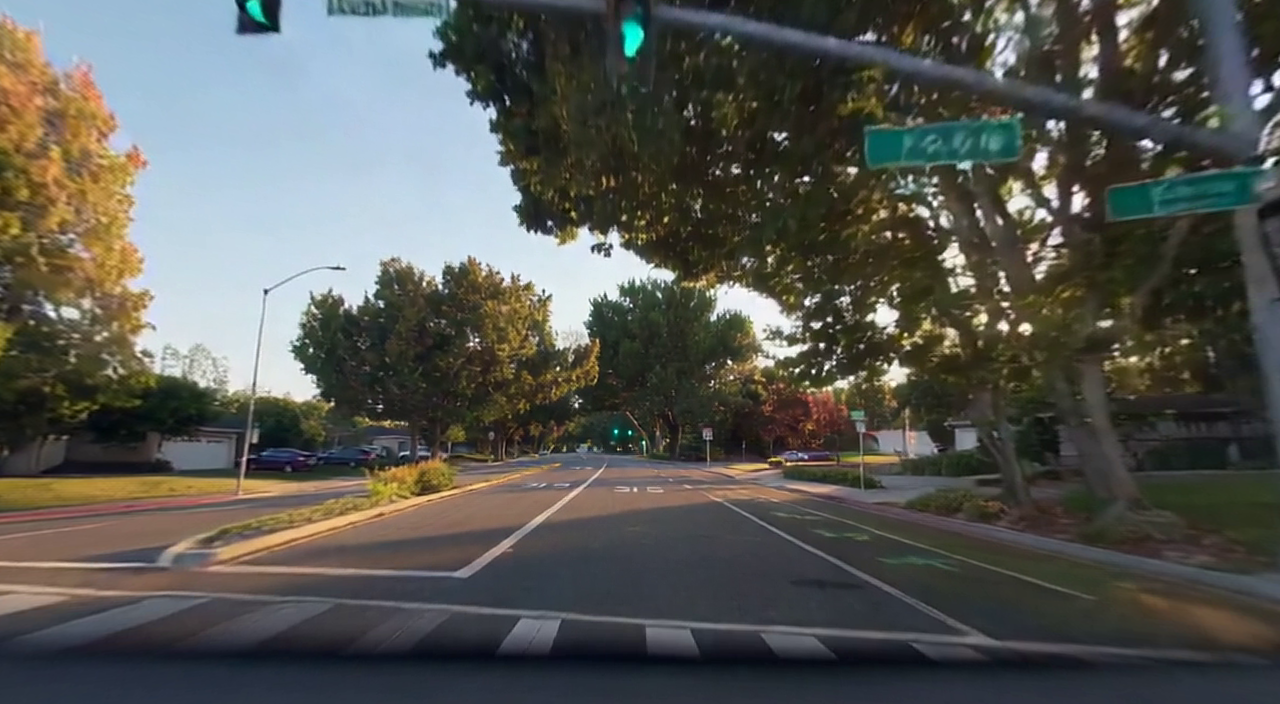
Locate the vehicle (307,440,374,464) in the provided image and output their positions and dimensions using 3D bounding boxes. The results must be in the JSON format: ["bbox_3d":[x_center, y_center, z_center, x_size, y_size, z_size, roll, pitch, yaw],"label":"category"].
[{"bbox_3d":[-21.883,7.339,46.217,3.886,1.641,1.850,1,-10,-1],"label":"vehicle"}]

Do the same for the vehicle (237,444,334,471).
[{"bbox_3d":[-20.848,6.202,37.238,4.536,1.502,1.975,-1,-9,4],"label":"vehicle"}]
